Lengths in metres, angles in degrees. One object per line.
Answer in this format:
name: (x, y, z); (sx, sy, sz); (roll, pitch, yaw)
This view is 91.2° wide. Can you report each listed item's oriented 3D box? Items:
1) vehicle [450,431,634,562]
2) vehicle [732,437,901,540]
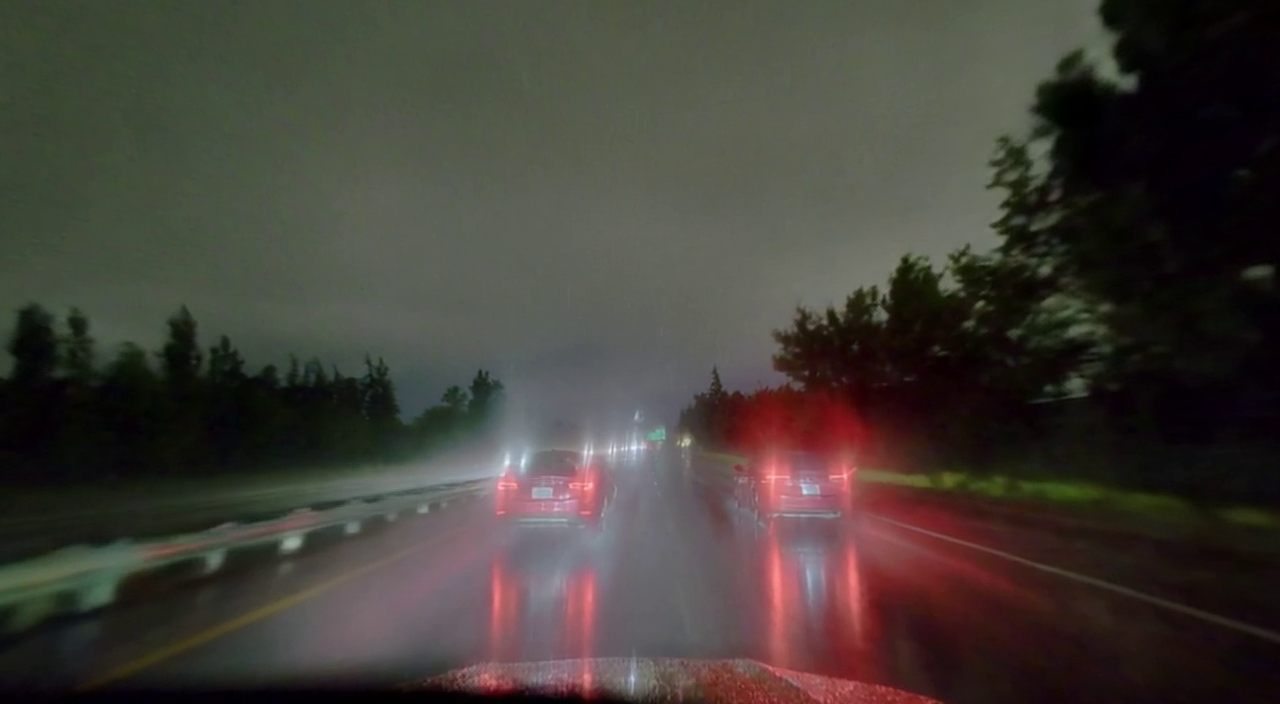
vehicle: (-1.196, 2.060, 9.696); (2.083, 1.548, 4.251); (-1, -9, 1)
vehicle: (2.984, 2.386, 11.595); (2.021, 1.533, 4.014); (-1, -9, 1)
